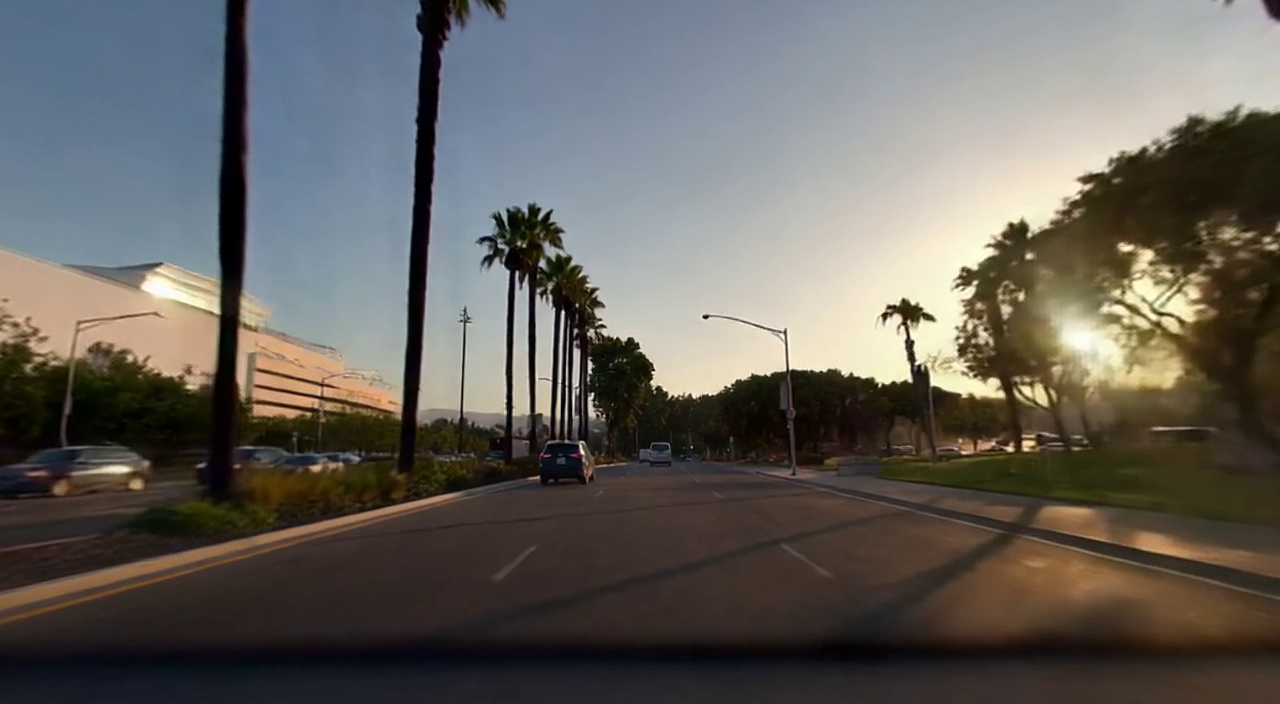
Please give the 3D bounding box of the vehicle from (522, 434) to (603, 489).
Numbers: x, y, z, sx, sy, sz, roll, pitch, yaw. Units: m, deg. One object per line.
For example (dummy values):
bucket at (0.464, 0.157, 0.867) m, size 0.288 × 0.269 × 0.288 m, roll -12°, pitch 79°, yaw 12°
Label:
vehicle at (-2.768, 4.069, 23.723) m, size 2.188 × 1.819 × 4.667 m, roll -1°, pitch -8°, yaw 4°

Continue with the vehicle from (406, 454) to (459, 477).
vehicle at (-15.264, 8.377, 46.463) m, size 2.195 × 1.559 × 4.362 m, roll -1°, pitch -8°, yaw 3°

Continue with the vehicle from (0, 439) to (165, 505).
vehicle at (-20.368, 4.105, 22.143) m, size 2.425 × 1.960 × 5.936 m, roll 0°, pitch -8°, yaw 2°

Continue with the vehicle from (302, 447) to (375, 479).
vehicle at (-19.816, 7.297, 41.573) m, size 2.146 × 1.913 × 4.993 m, roll 0°, pitch -8°, yaw 3°

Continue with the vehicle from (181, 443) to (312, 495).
vehicle at (-16.011, 4.741, 25.937) m, size 2.142 × 1.913 × 4.745 m, roll 0°, pitch -8°, yaw 2°
